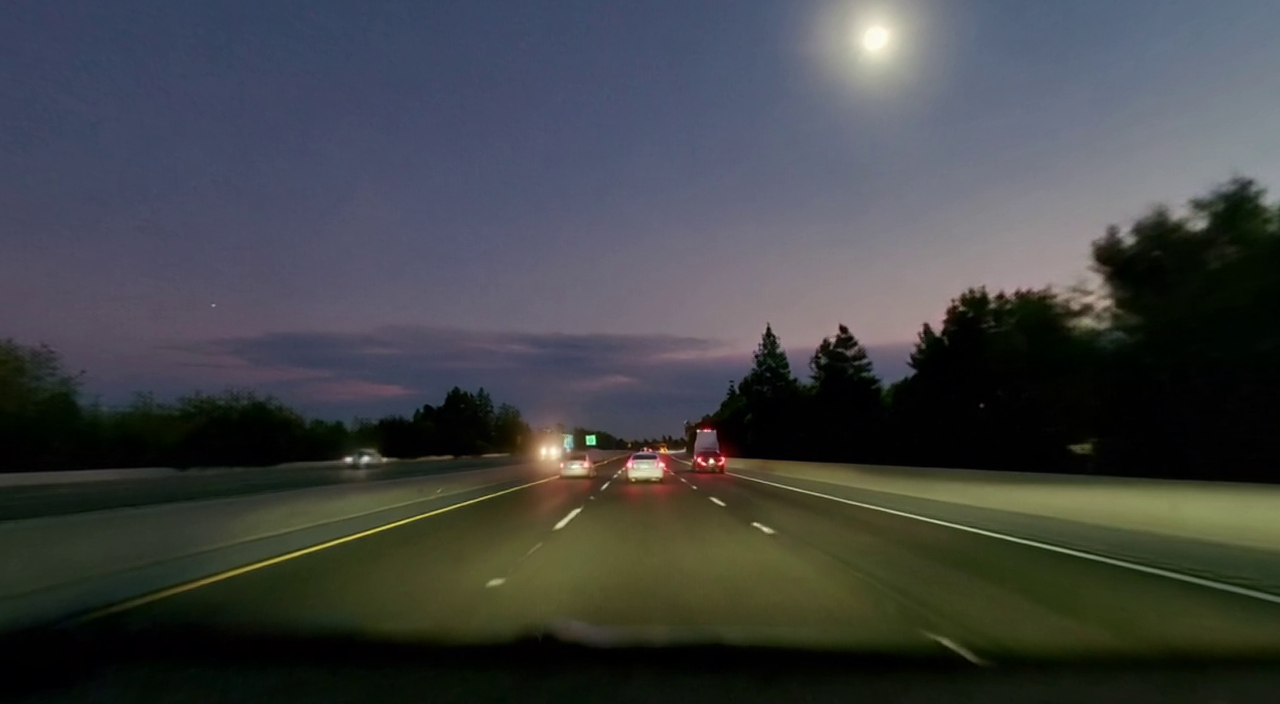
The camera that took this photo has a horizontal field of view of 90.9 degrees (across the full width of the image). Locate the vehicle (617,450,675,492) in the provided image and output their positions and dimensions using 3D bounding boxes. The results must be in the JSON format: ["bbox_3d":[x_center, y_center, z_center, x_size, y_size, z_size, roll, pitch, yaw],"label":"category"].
[{"bbox_3d":[0.186,4.663,25.050,2.089,1.516,4.191,0,-9,-1],"label":"vehicle"}]

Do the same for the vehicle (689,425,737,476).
[{"bbox_3d":[4.890,6.499,41.251,2.650,2.978,6.937,-2,-10,10],"label":"vehicle"}]

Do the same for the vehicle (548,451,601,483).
[{"bbox_3d":[-3.121,5.592,30.892,2.105,1.467,4.099,0,-9,1],"label":"vehicle"}]
